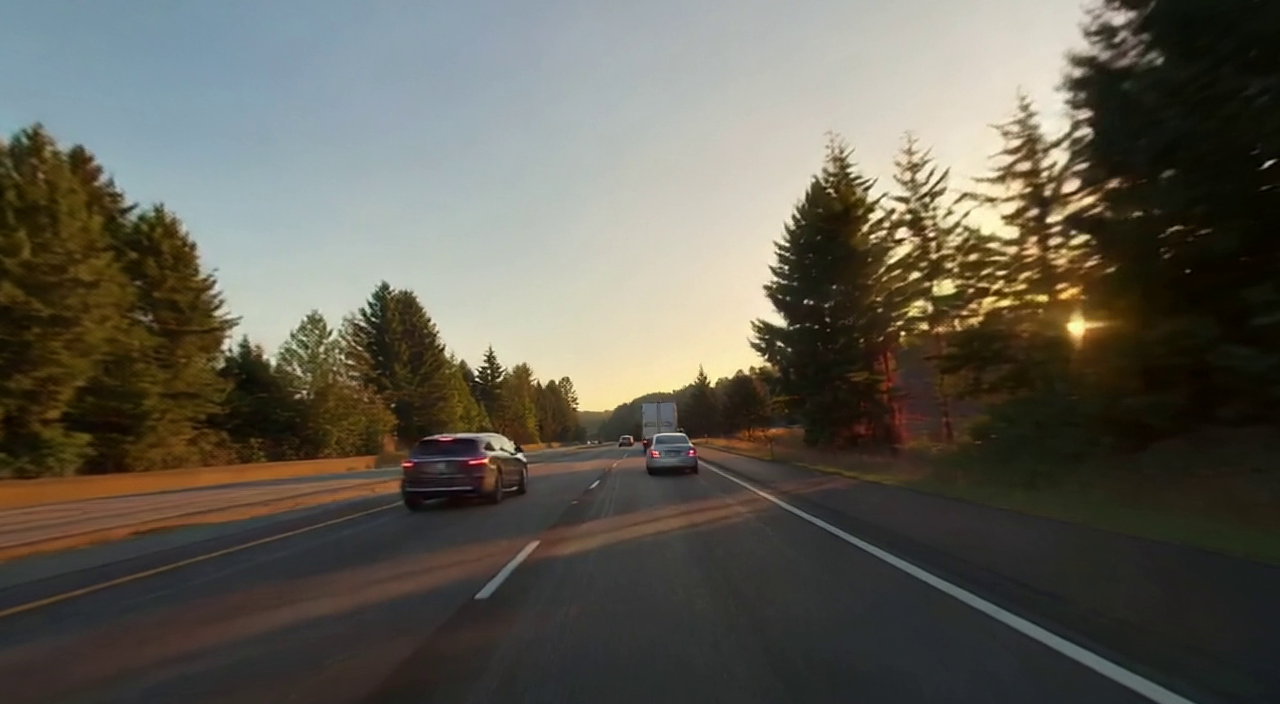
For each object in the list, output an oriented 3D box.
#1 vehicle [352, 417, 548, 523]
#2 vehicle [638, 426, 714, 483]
[{"bbox_3d":[-3.310,2.156,12.236,2.192,1.623,4.887,0,-8,1],"label":"vehicle"},{"bbox_3d":[0.988,3.117,19.484,2.072,1.534,4.300,0,-8,0],"label":"vehicle"}]
